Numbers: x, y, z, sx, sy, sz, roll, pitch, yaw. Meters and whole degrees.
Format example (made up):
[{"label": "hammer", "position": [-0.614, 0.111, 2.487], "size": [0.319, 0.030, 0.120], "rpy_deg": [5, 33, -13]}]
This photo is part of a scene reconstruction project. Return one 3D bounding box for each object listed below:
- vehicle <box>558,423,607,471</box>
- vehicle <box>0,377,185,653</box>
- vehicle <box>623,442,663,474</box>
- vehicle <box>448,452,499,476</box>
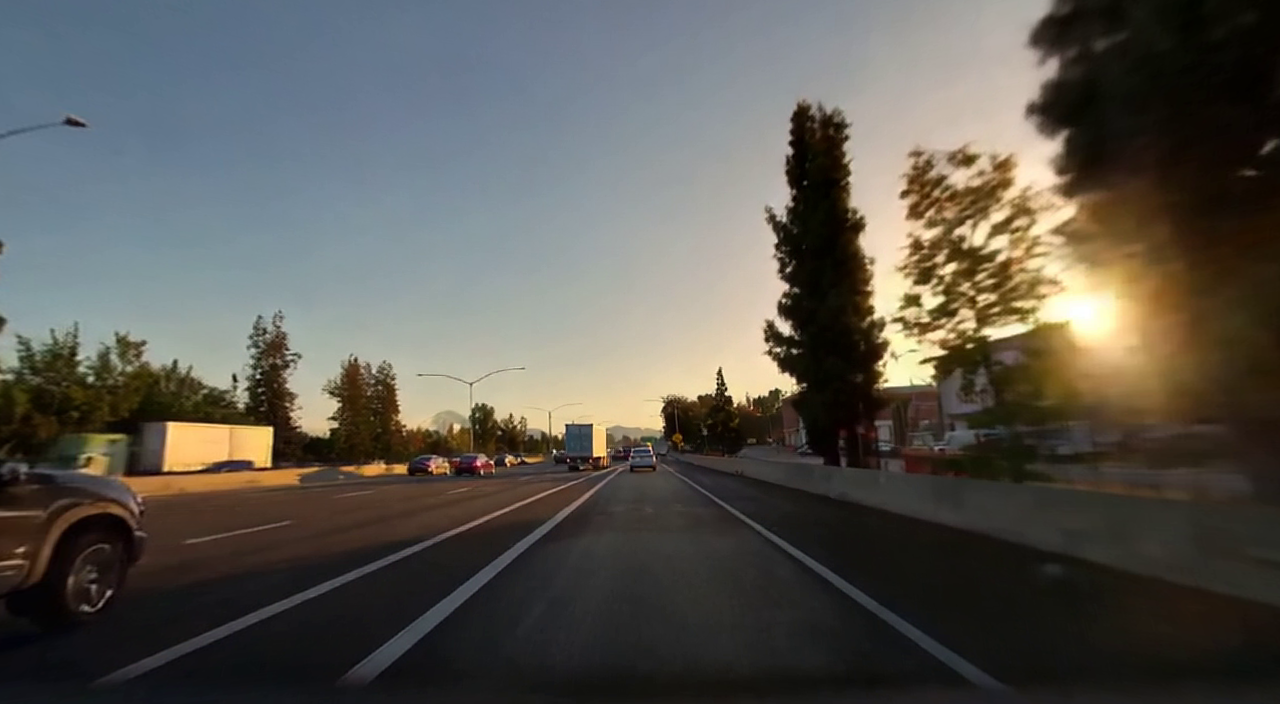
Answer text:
[{"label": "vehicle", "position": [-4.374, 7.472, 49.667], "size": [2.796, 3.426, 8.553], "rpy_deg": [-1, -9, 2]}, {"label": "vehicle", "position": [-5.338, 0.963, 3.404], "size": [2.200, 1.793, 4.586], "rpy_deg": [-1, -9, 2]}, {"label": "vehicle", "position": [0.171, 6.272, 37.564], "size": [2.227, 1.794, 4.646], "rpy_deg": [0, -9, 1]}, {"label": "vehicle", "position": [-11.125, 7.519, 42.529], "size": [1.928, 1.480, 4.823], "rpy_deg": [-1, -9, 2]}]
